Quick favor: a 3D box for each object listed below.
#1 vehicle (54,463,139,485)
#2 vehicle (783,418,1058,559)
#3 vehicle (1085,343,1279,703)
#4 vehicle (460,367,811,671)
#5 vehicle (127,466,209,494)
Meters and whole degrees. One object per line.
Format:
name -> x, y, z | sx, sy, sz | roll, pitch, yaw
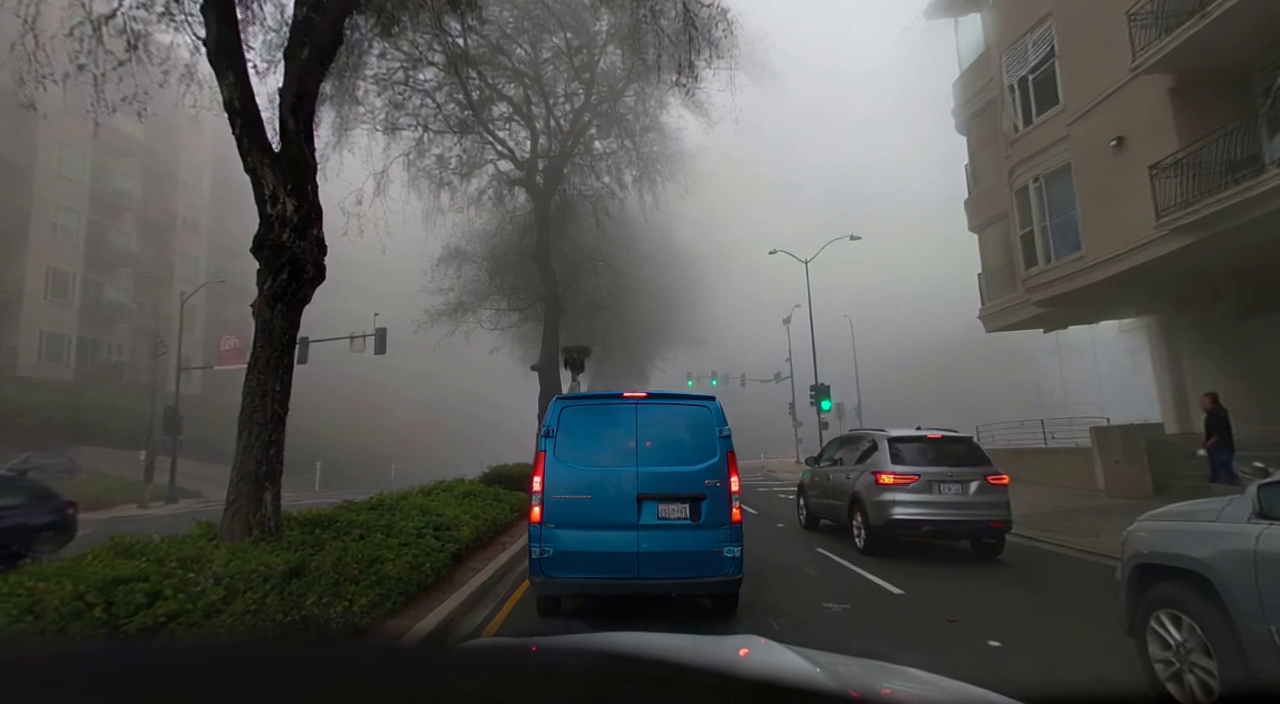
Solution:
vehicle -> -38.432, 8.638, 44.645 | 4.396, 1.458, 1.809 | 0, -9, 2
vehicle -> 3.925, 2.004, 10.021 | 2.061, 1.676, 4.734 | 0, -9, -2
vehicle -> 3.810, 0.694, 1.734 | 2.157, 1.748, 4.130 | 0, -9, 1
vehicle -> -0.028, 1.325, 6.026 | 2.101, 1.828, 4.270 | 0, -9, 0
vehicle -> -33.270, 9.056, 44.532 | 4.292, 1.492, 1.772 | -6, -14, -1
